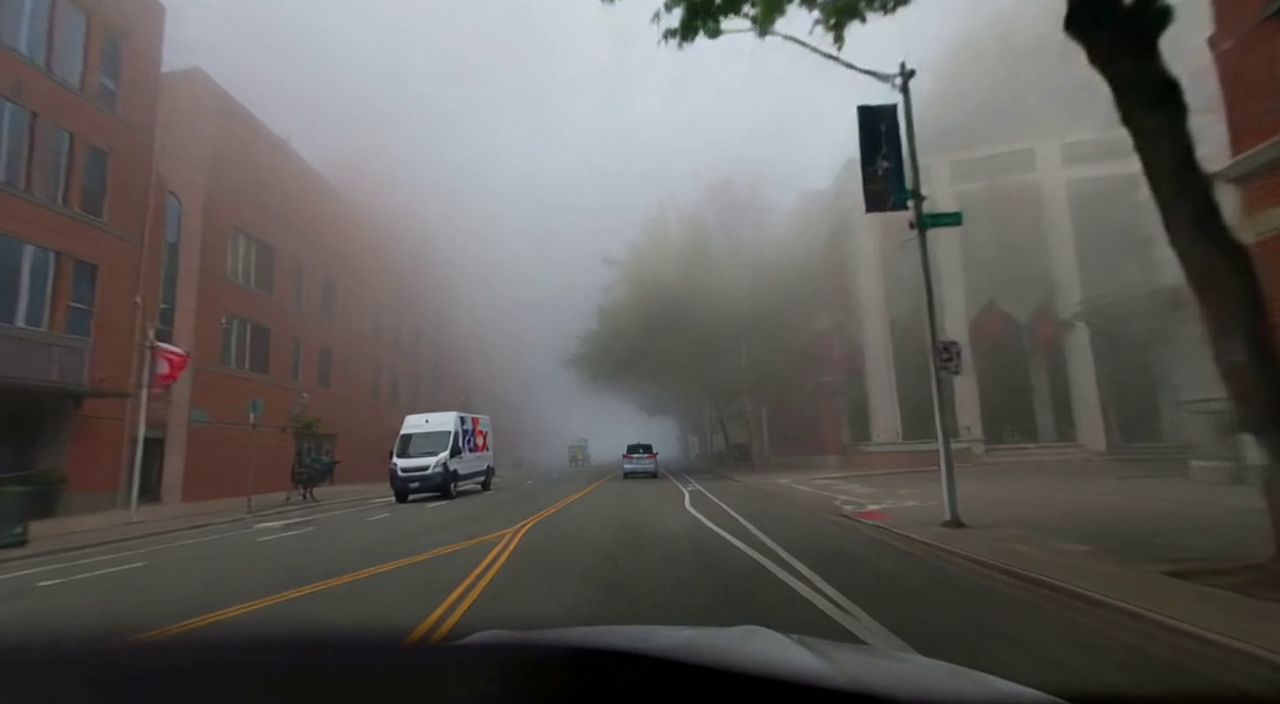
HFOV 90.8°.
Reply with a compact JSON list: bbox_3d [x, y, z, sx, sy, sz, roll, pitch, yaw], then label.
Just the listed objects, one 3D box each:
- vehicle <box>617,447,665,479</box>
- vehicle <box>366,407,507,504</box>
[{"bbox_3d":[0.106,5.871,33.682,2.356,1.572,4.810,0,-9,1],"label":"vehicle"},{"bbox_3d":[-7.240,3.847,23.765,2.754,3.065,7.103,0,-9,1],"label":"vehicle"}]
